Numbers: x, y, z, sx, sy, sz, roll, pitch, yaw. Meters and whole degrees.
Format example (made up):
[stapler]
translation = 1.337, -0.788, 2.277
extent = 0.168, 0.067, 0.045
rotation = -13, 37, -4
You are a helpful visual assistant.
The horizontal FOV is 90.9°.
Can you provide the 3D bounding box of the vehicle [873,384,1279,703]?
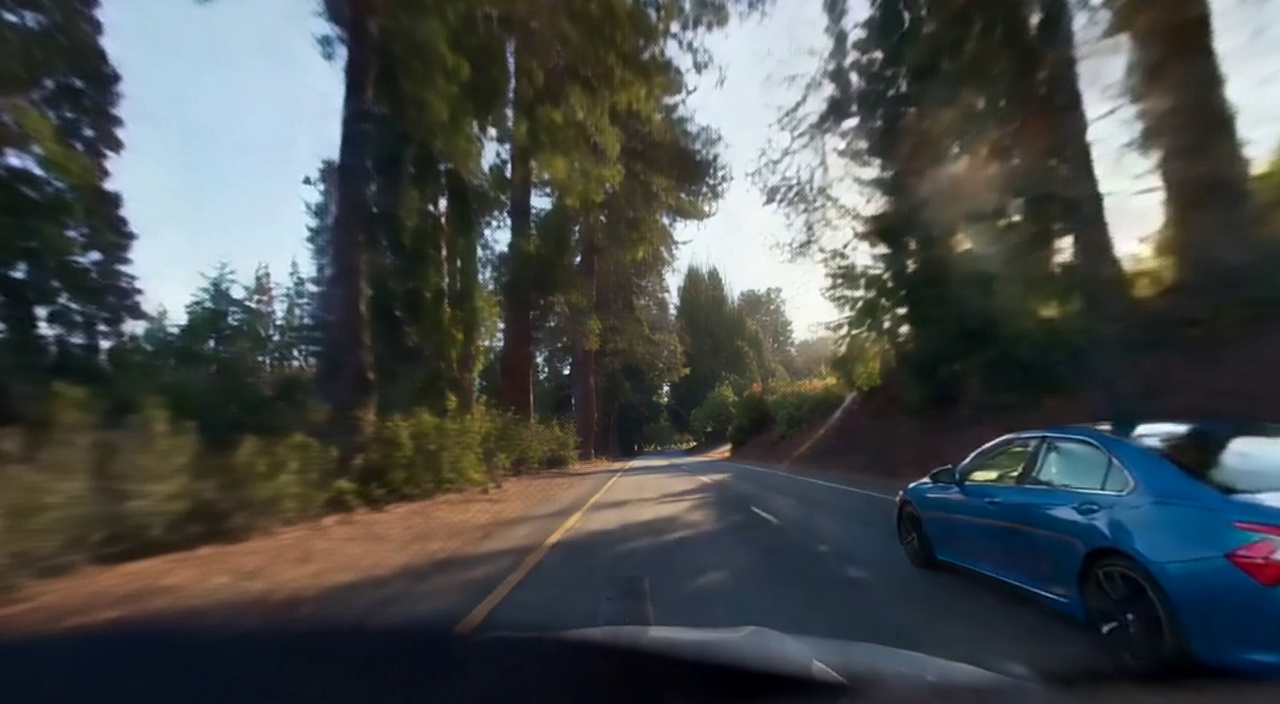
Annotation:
[vehicle]
translation = 3.568, 1.160, 4.364
extent = 2.061, 1.503, 4.823
rotation = 0, -8, 0
